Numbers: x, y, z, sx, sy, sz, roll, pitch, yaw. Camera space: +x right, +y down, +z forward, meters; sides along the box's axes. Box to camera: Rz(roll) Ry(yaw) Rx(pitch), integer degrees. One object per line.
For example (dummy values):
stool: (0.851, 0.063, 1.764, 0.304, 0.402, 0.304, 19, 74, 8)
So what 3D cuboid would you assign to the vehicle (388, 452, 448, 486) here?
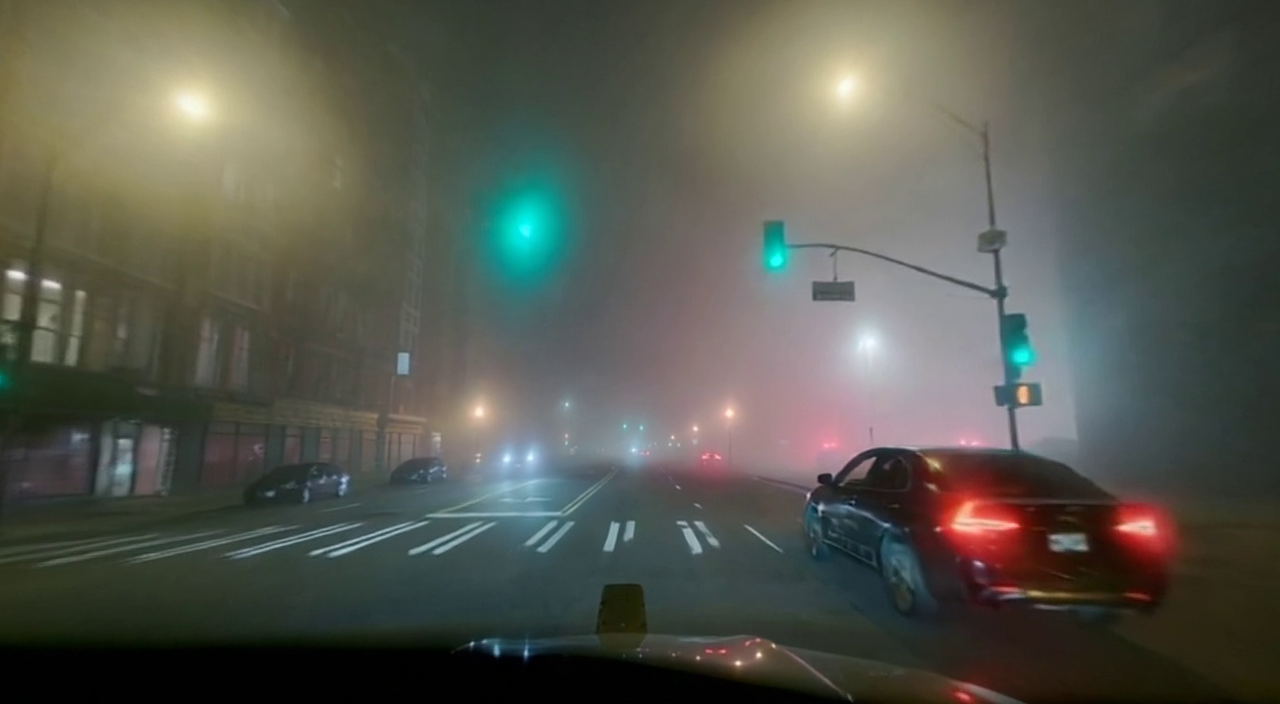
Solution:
vehicle: (-12.211, 6.441, 34.795, 1.867, 1.583, 4.108, -1, -8, 0)

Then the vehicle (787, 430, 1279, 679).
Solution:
vehicle: (3.054, 1.585, 6.153, 2.080, 1.524, 4.348, 0, -8, -1)

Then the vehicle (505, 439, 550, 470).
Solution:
vehicle: (-8.295, 7.598, 46.772, 2.379, 2.086, 5.321, 0, -8, 0)

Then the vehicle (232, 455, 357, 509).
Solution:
vehicle: (-12.225, 4.600, 22.647, 1.910, 1.511, 4.565, -1, -7, 0)

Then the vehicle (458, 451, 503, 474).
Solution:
vehicle: (-12.102, 8.399, 47.874, 2.015, 1.521, 4.798, -1, -8, 3)
